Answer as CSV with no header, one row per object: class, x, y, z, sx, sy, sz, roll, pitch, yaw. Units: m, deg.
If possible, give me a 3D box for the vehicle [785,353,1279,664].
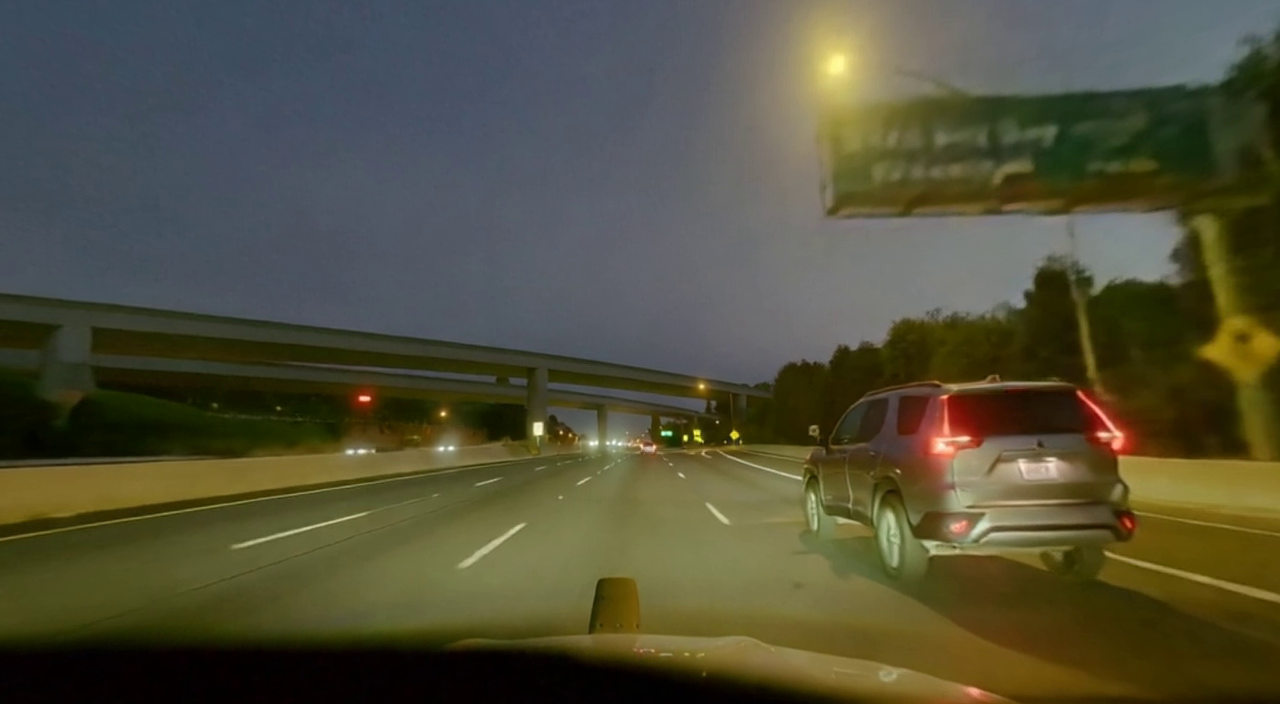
vehicle,3.221,1.304,6.479,2.155,1.918,4.945,0,-8,-2
